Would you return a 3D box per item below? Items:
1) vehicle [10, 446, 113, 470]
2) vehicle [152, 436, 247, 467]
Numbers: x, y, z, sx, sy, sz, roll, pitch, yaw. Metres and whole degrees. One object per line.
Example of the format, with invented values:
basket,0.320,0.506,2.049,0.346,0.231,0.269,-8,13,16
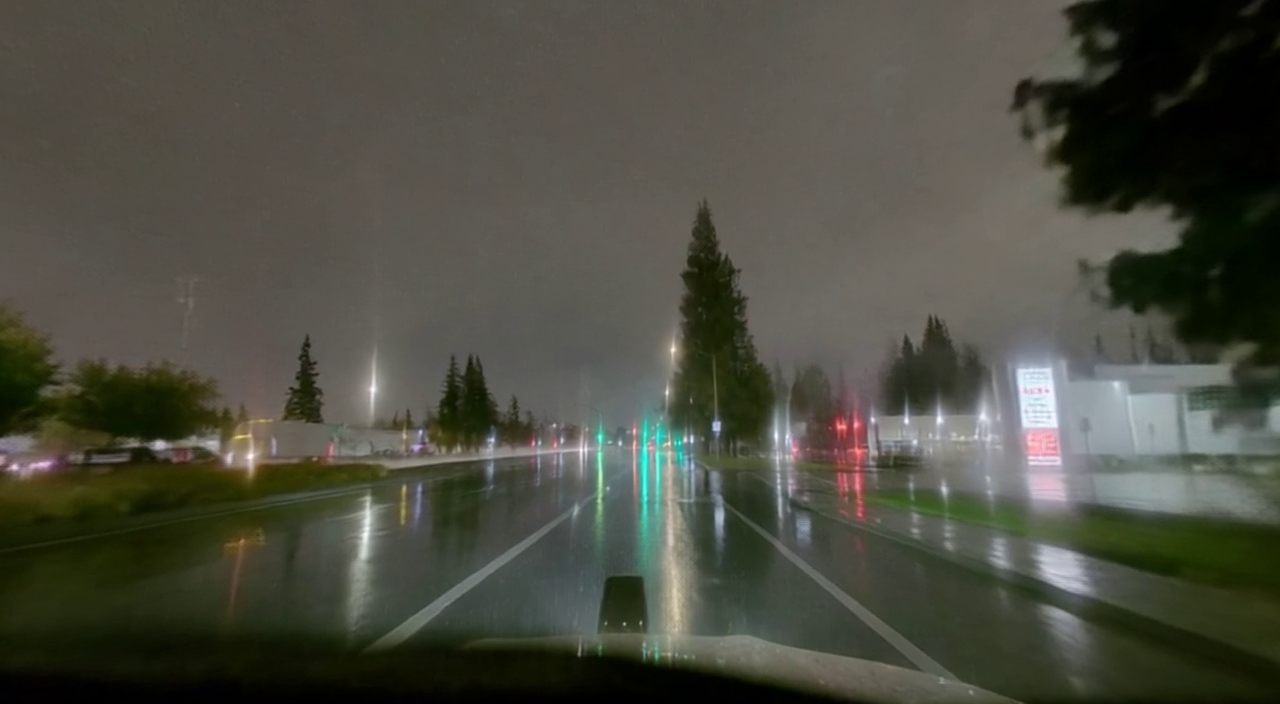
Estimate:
vehicle,-34.724,6.354,37.925,4.276,1.404,1.978,0,-8,3
vehicle,-33.969,7.668,48.744,5.521,2.214,2.704,-1,-8,8
